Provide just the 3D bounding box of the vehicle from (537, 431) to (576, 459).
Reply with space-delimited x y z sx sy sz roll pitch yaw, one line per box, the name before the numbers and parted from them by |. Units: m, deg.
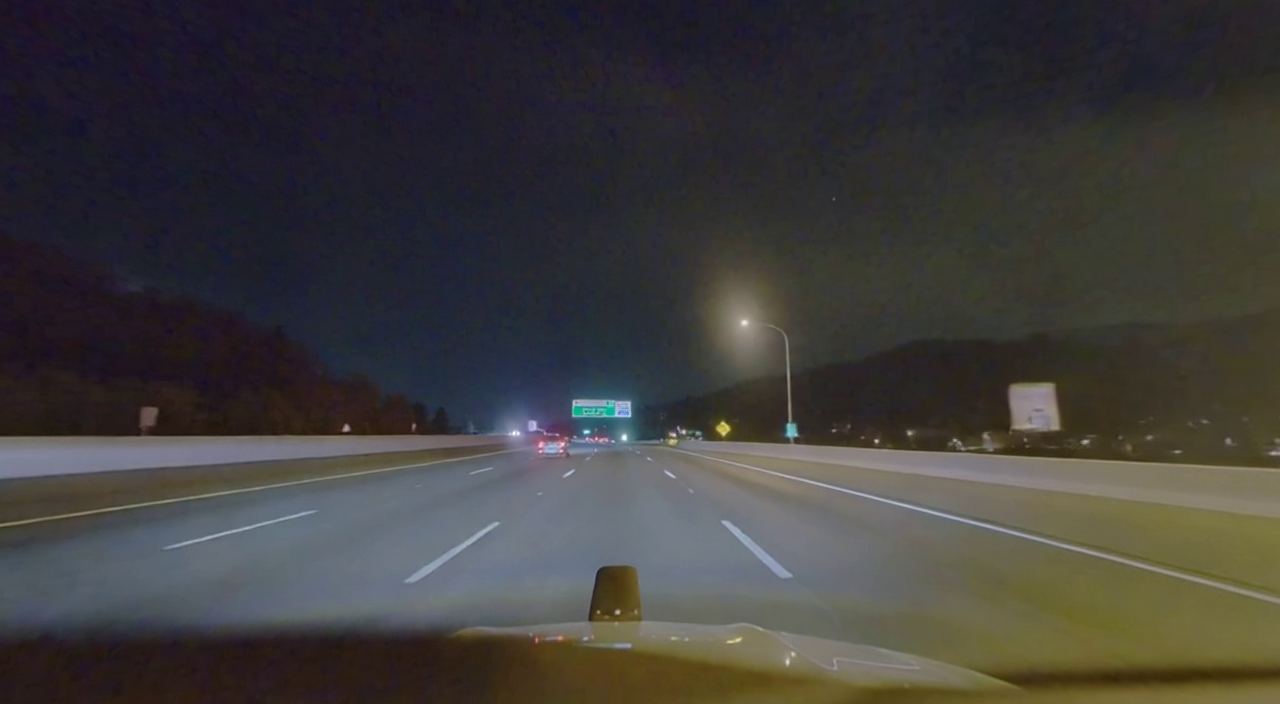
vehicle | -4.843 5.478 37.032 1.878 1.548 3.966 0 -8 -1
